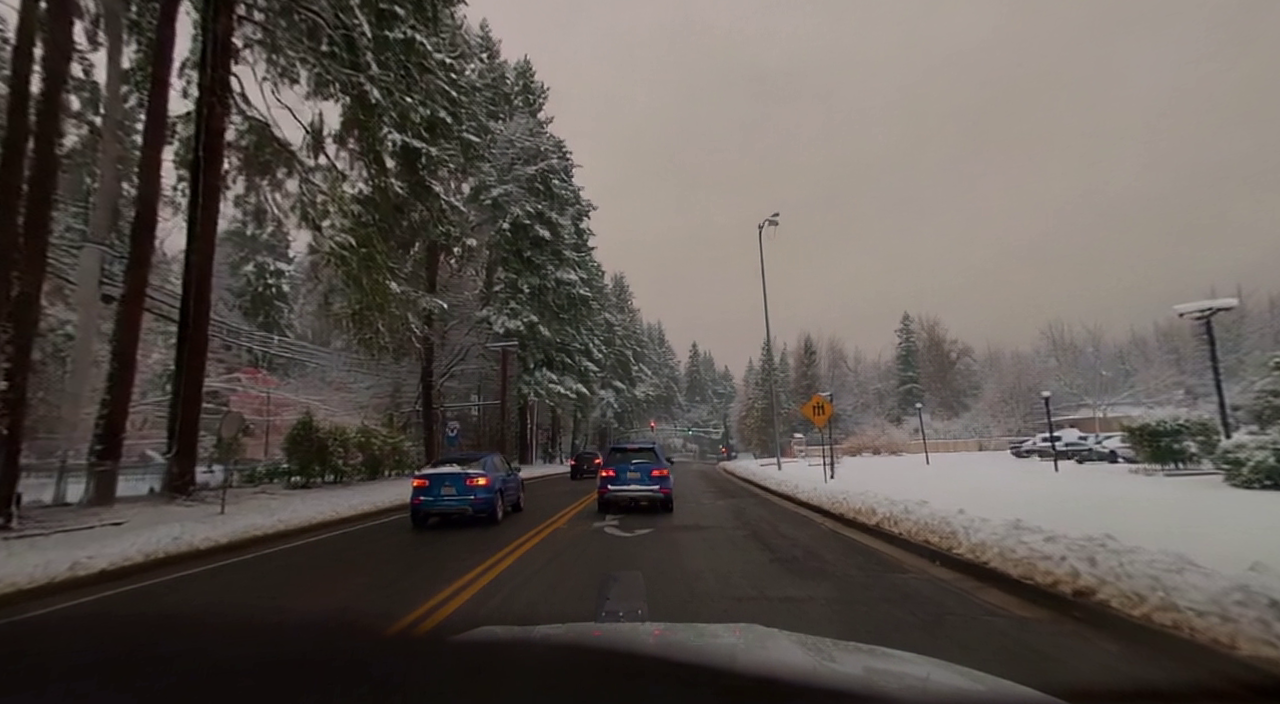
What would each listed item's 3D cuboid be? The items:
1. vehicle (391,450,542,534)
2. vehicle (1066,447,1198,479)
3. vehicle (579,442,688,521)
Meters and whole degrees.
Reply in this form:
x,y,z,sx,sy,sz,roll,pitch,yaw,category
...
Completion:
x,y,z,sx,sy,sz,roll,pitch,yaw,category
-3.466,2.860,13.594,1.922,1.464,4.424,0,-8,1,vehicle
27.701,6.213,35.675,5.955,1.702,2.166,1,-8,-7,vehicle
-0.132,2.953,14.954,2.229,1.591,3.897,0,-8,0,vehicle
